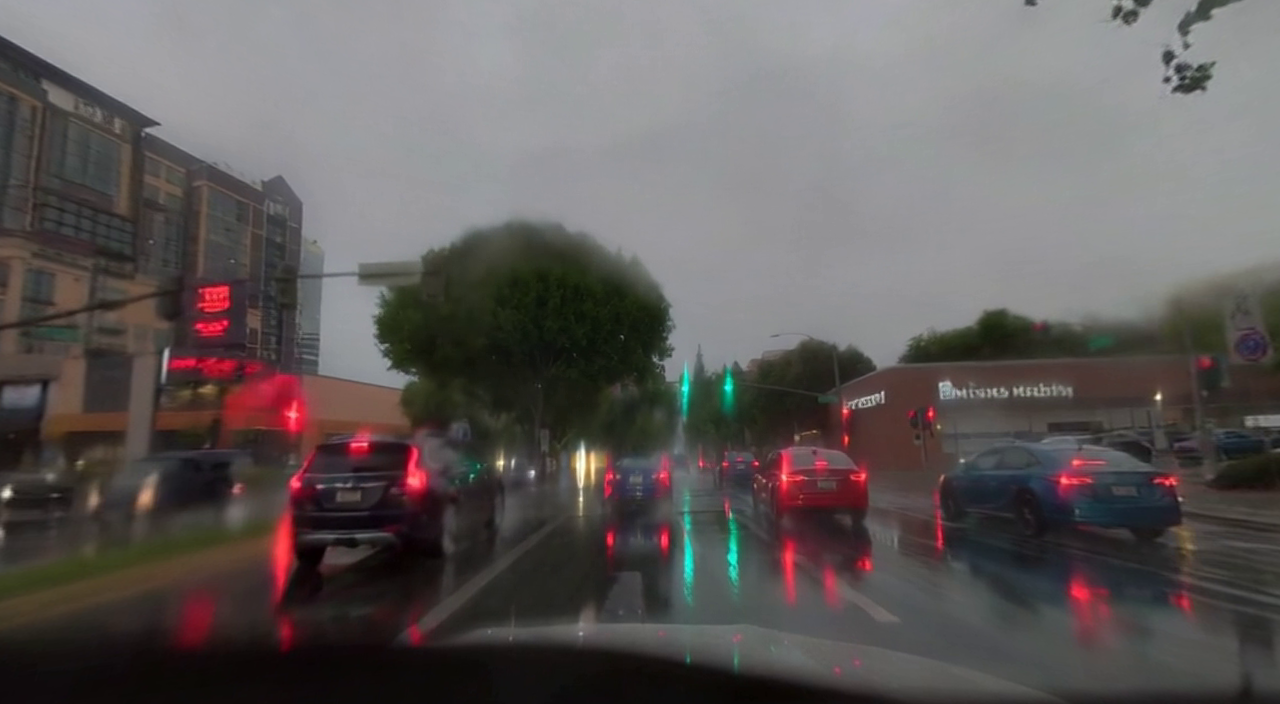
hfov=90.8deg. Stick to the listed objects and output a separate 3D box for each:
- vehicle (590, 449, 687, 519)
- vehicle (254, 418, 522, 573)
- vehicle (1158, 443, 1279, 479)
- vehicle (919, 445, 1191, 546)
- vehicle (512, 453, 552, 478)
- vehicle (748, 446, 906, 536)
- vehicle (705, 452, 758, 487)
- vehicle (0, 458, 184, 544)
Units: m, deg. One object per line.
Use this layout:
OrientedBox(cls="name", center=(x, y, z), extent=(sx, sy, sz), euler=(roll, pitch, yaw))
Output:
OrientedBox(cls="vehicle", center=(-0.016, 3.165, 15.693), extent=(2.098, 1.477, 3.897), euler=(0, -8, 0))
OrientedBox(cls="vehicle", center=(-3.478, 2.086, 10.126), extent=(2.160, 1.823, 5.115), euler=(0, -8, 0))
OrientedBox(cls="vehicle", center=(30.291, 5.652, 32.925), extent=(4.581, 1.765, 1.943), euler=(-1, -8, 7))
OrientedBox(cls="vehicle", center=(7.369, 2.540, 12.003), extent=(2.004, 1.508, 4.646), euler=(0, -8, 0))
OrientedBox(cls="vehicle", center=(-7.693, 8.078, 45.354), extent=(1.962, 1.639, 4.259), euler=(-1, -8, 3))
OrientedBox(cls="vehicle", center=(3.570, 2.704, 12.949), extent=(2.020, 1.513, 4.120), euler=(0, -8, 1))
OrientedBox(cls="vehicle", center=(4.264, 5.516, 30.016), extent=(1.888, 1.472, 4.528), euler=(0, -8, 0))
OrientedBox(cls="vehicle", center=(-12.606, 3.095, 13.723), extent=(1.912, 1.477, 4.398), euler=(-1, -8, 4))
